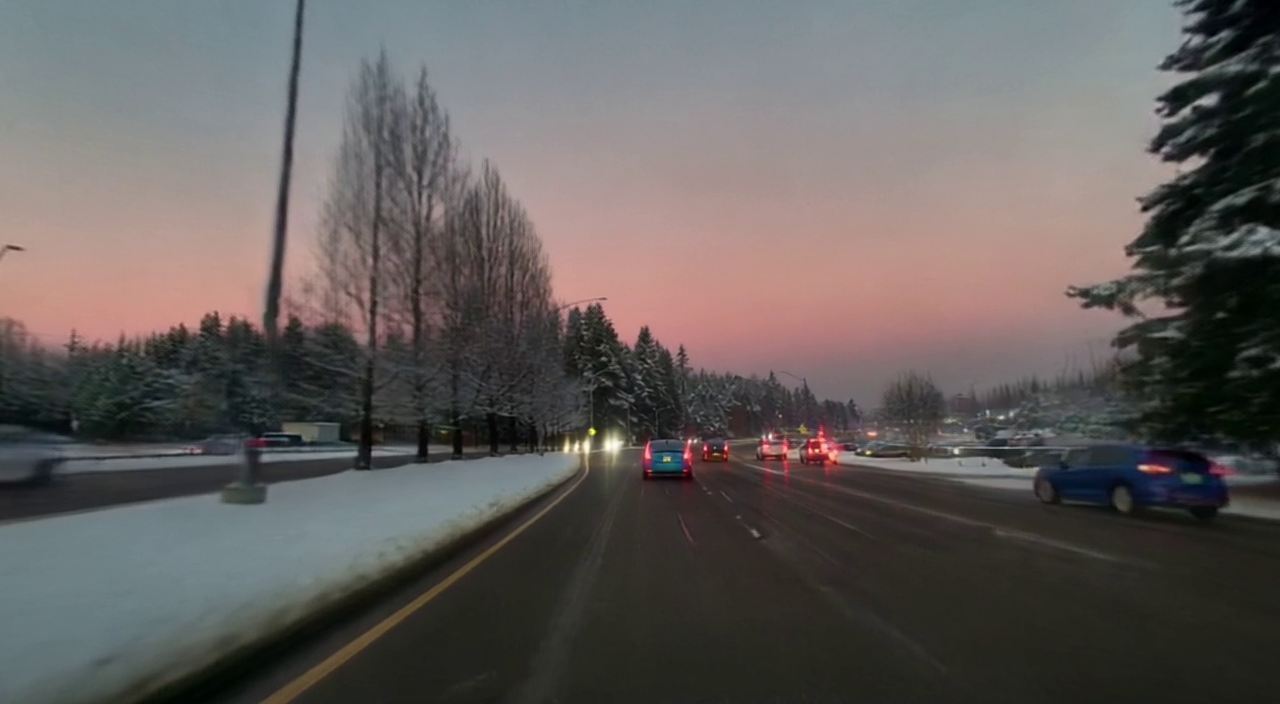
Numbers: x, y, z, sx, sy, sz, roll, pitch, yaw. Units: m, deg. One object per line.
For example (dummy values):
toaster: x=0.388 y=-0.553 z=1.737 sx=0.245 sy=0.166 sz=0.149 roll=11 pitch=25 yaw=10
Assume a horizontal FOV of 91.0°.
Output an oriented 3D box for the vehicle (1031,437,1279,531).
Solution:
vehicle: x=11.423 y=2.819 z=14.202 sx=2.106 sy=1.719 sz=4.830 roll=0 pitch=-8 yaw=0

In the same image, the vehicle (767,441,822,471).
vehicle: x=8.187 y=5.529 z=33.755 sx=1.928 sy=1.488 sz=4.361 roll=0 pitch=-8 yaw=1

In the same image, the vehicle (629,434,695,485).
vehicle: x=0.739 y=3.801 z=22.564 sx=2.145 sy=1.603 sz=4.369 roll=0 pitch=-8 yaw=1

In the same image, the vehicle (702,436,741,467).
vehicle: x=5.052 y=6.225 z=39.575 sx=1.976 sy=1.796 sz=4.159 roll=0 pitch=-8 yaw=2
